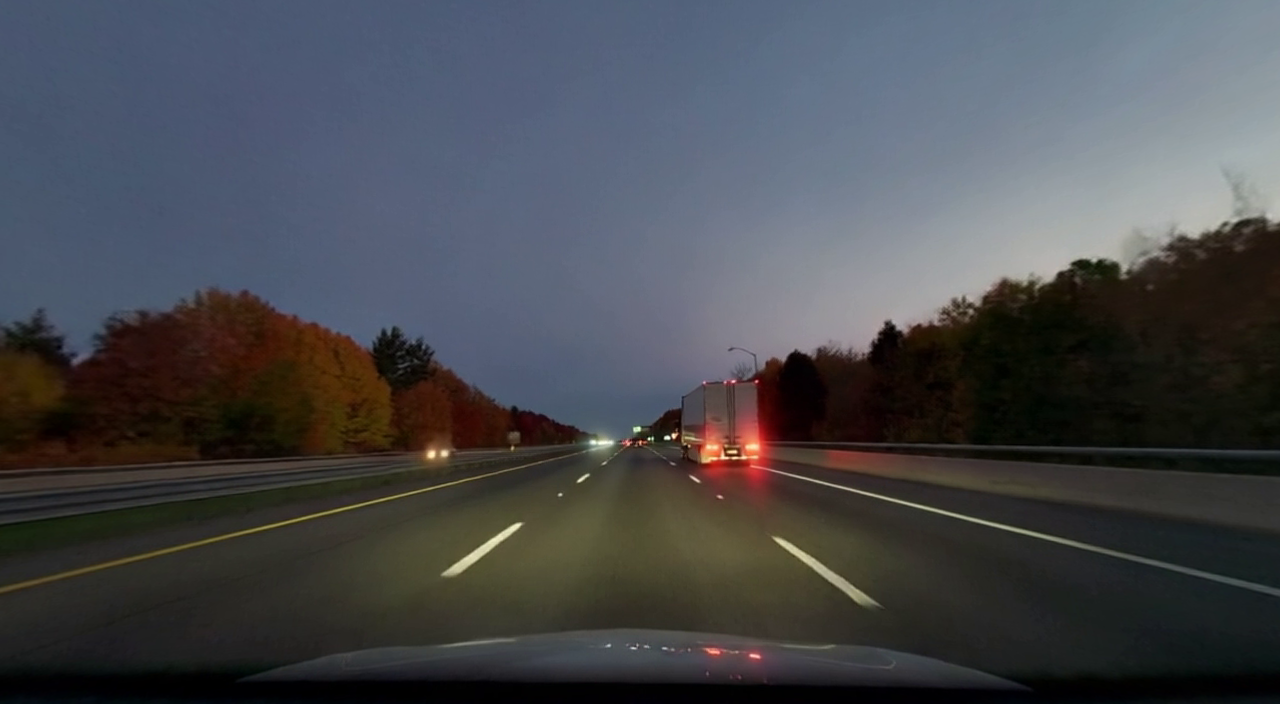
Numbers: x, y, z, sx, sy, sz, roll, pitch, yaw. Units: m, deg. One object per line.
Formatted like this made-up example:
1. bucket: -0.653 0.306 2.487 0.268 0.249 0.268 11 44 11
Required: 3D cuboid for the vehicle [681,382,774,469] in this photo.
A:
1. vehicle: 4.207 3.912 32.648 3.348 3.847 8.908 0 -8 -1
